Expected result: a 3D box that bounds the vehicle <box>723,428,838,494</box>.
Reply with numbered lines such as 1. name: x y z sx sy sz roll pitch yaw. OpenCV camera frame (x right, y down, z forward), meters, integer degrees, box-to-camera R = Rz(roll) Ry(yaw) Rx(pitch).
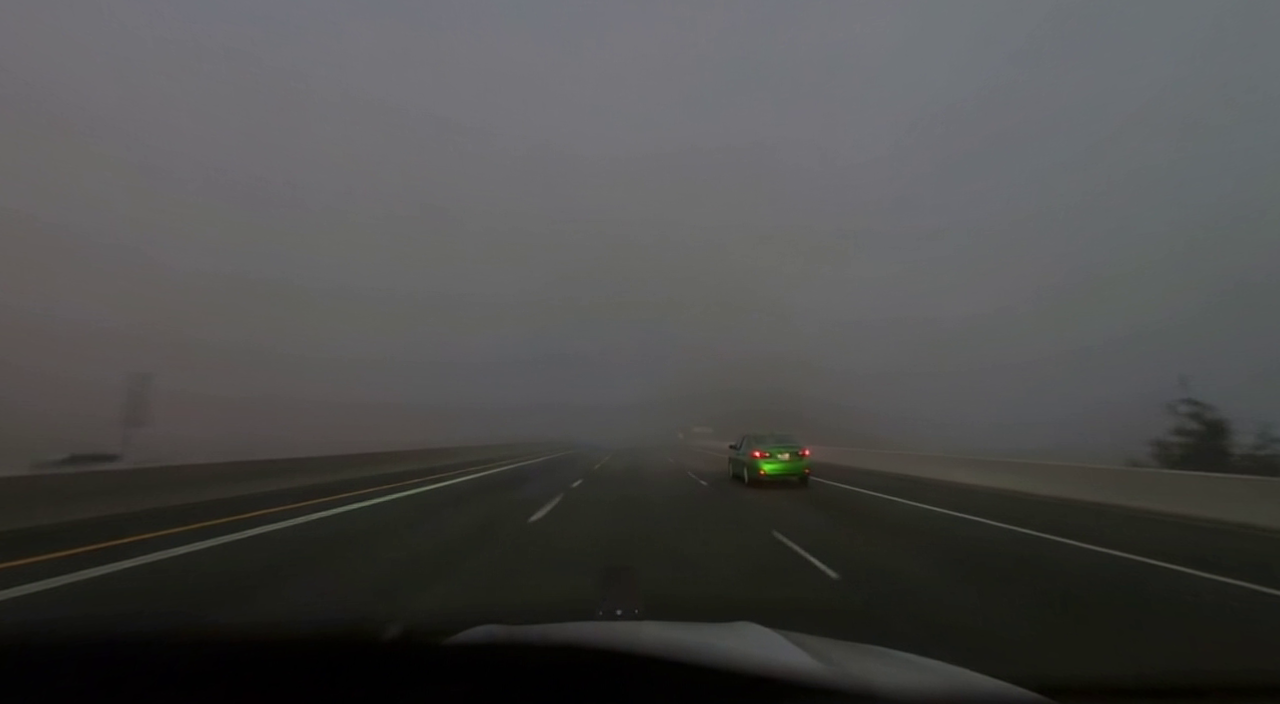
1. vehicle: 3.452 2.747 16.253 1.946 1.481 3.969 0 -8 -2
